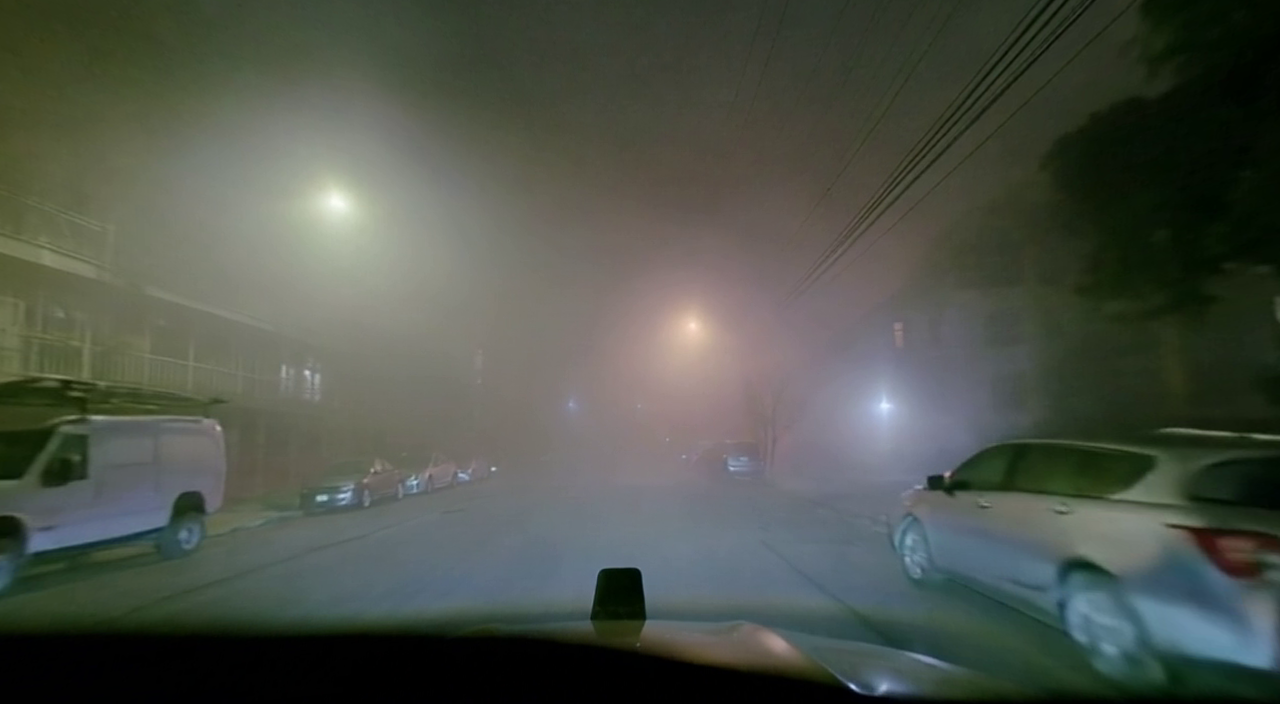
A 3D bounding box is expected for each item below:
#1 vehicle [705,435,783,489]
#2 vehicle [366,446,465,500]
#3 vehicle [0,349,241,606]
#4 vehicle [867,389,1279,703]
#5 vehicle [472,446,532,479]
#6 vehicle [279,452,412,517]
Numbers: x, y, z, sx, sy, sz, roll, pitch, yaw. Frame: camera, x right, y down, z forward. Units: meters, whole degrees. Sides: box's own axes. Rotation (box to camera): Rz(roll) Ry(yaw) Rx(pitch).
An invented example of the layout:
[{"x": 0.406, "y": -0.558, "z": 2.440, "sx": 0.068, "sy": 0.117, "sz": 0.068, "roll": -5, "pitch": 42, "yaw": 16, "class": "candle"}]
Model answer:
[{"x": 3.591, "y": 3.902, "z": 22.774, "sx": 2.095, "sy": 1.694, "sz": 4.592, "roll": -1, "pitch": -8, "yaw": 1, "class": "vehicle"}, {"x": -7.772, "y": 4.254, "z": 22.428, "sx": 1.917, "sy": 1.618, "sz": 4.825, "roll": -1, "pitch": -10, "yaw": -2, "class": "vehicle"}, {"x": -7.136, "y": 1.437, "z": 7.524, "sx": 1.889, "sy": 2.463, "sz": 4.142, "roll": -1, "pitch": -9, "yaw": 1, "class": "vehicle"}, {"x": 3.631, "y": 1.256, "z": 4.657, "sx": 2.132, "sy": 1.564, "sz": 4.625, "roll": 0, "pitch": -9, "yaw": -1, "class": "vehicle"}, {"x": -7.473, "y": 6.025, "z": 34.753, "sx": 2.145, "sy": 1.488, "sz": 4.646, "roll": -3, "pitch": -8, "yaw": 1, "class": "vehicle"}, {"x": -7.708, "y": 3.469, "z": 17.037, "sx": 1.873, "sy": 1.437, "sz": 4.068, "roll": -1, "pitch": -8, "yaw": -4, "class": "vehicle"}]
